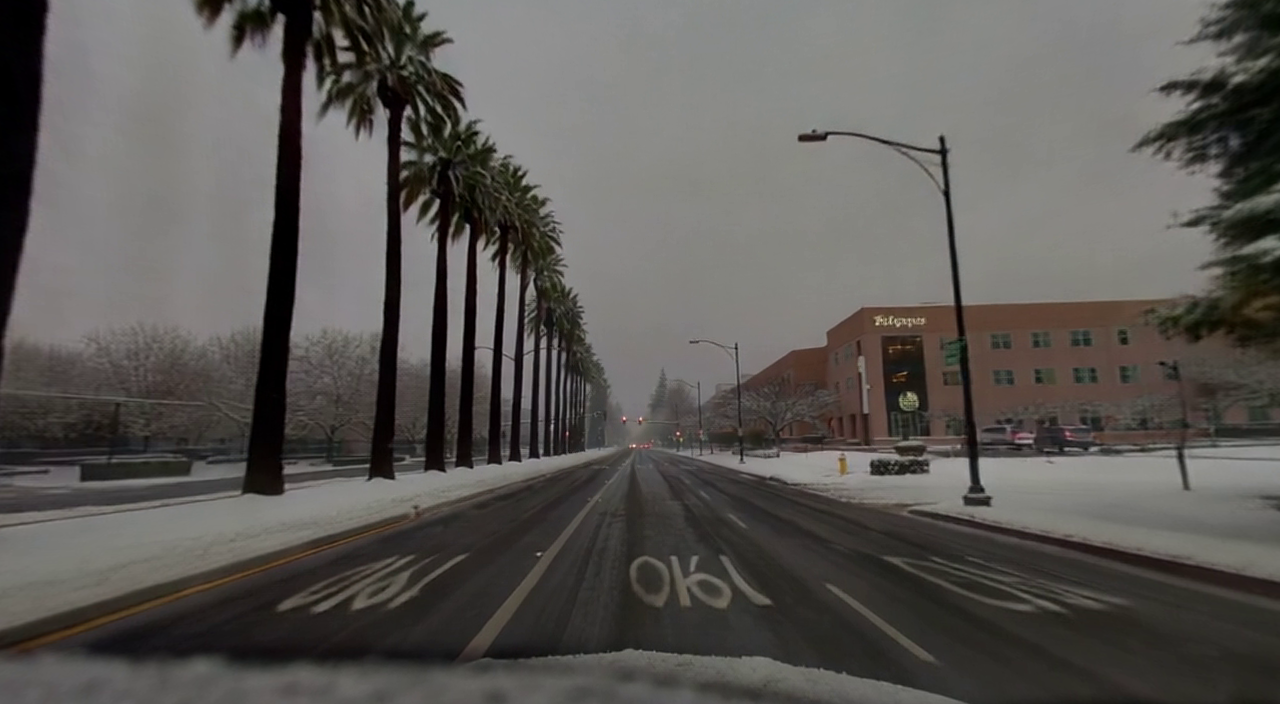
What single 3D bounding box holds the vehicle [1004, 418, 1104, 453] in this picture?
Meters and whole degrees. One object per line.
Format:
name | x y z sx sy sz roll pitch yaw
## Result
vehicle | 22.877 4.677 35.104 2.222 1.818 5.099 0 -8 2
